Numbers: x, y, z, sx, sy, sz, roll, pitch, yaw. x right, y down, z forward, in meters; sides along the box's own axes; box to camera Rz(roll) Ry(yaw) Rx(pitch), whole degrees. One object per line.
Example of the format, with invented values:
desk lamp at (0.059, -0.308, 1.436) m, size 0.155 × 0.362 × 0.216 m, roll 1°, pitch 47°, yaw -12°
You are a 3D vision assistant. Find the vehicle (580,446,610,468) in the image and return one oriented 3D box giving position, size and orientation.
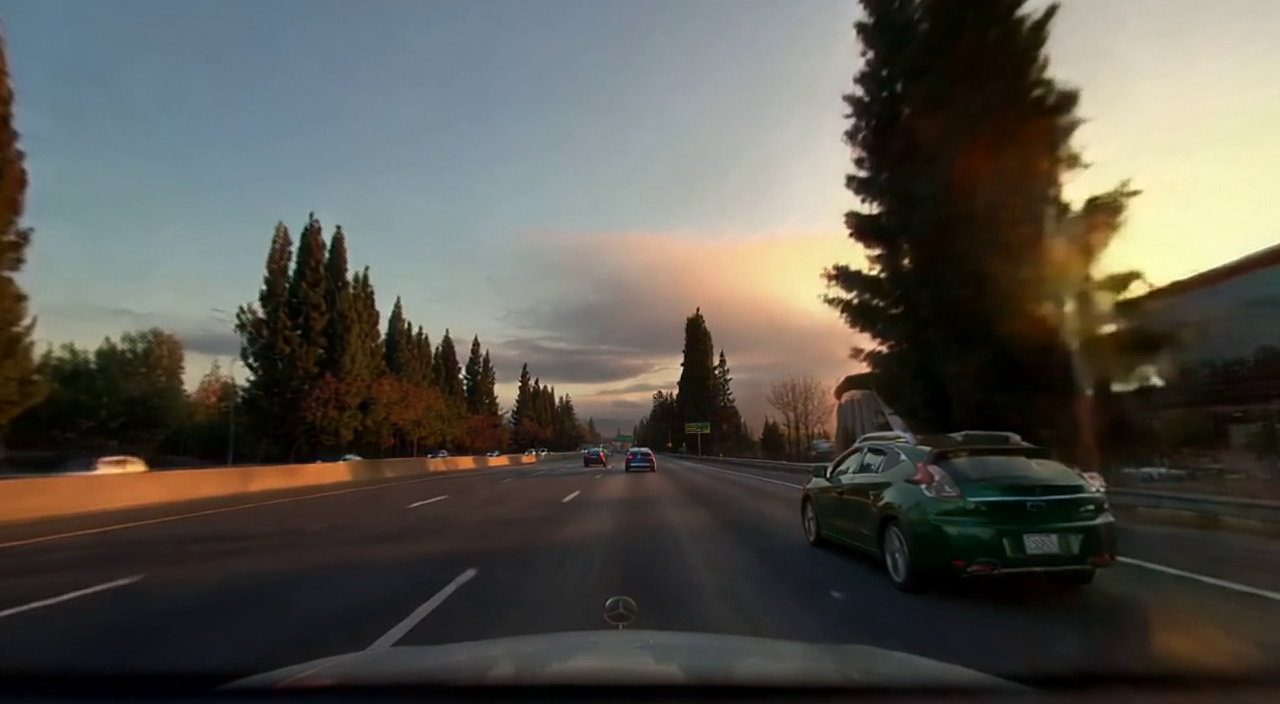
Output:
vehicle at (-3.487, 8.205, 49.364) m, size 2.049 × 1.659 × 4.183 m, roll 0°, pitch -9°, yaw 0°

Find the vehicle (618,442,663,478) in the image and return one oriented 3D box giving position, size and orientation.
vehicle at (-0.004, 5.853, 34.476) m, size 2.302 × 1.810 × 4.707 m, roll 0°, pitch -8°, yaw -1°

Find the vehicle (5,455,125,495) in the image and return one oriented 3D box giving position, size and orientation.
vehicle at (-31.161, 6.632, 34.329) m, size 2.041 × 1.960 × 4.718 m, roll 0°, pitch -9°, yaw -1°
